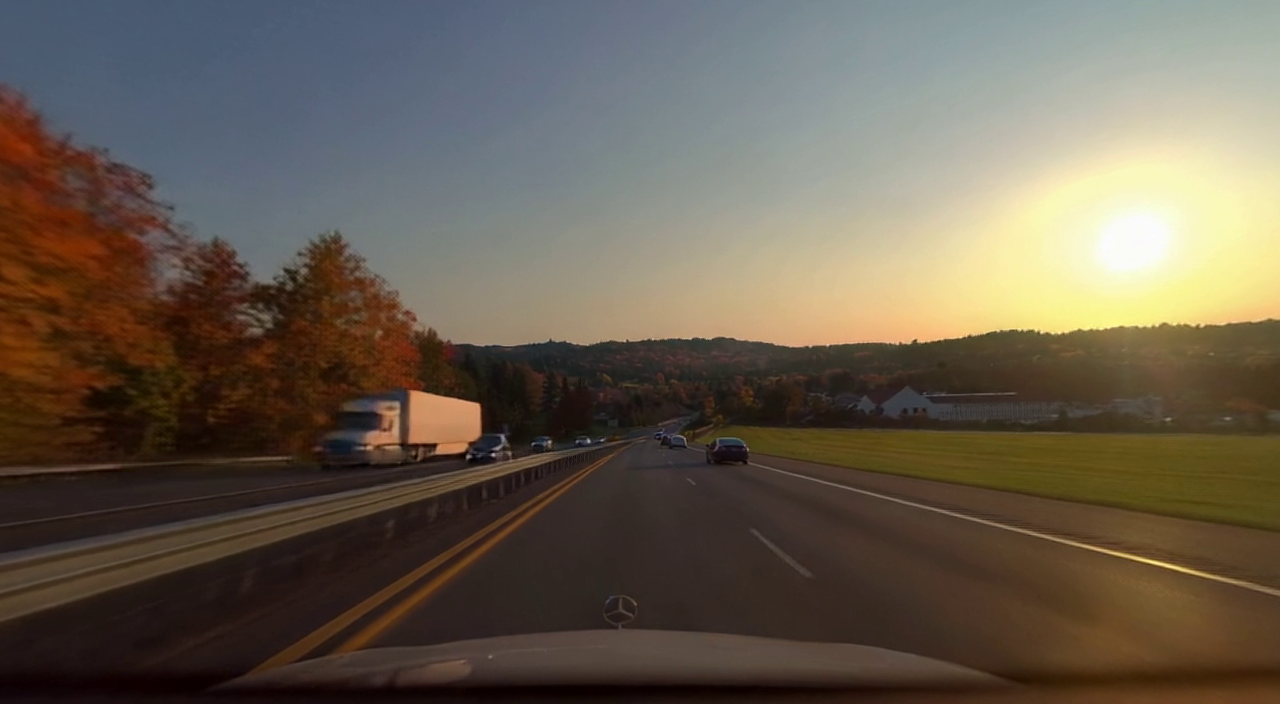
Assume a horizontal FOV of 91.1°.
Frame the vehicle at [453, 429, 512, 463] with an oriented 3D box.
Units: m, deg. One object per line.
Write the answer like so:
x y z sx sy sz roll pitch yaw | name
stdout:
-8.674 5.228 35.095 2.058 1.767 4.894 0 -8 0 | vehicle

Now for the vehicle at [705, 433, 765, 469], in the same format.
4.222 4.461 28.570 2.024 1.516 4.197 0 -8 -1 | vehicle

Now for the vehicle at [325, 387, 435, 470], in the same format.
-12.959 3.926 32.014 2.988 3.815 5.937 0 -8 0 | vehicle
